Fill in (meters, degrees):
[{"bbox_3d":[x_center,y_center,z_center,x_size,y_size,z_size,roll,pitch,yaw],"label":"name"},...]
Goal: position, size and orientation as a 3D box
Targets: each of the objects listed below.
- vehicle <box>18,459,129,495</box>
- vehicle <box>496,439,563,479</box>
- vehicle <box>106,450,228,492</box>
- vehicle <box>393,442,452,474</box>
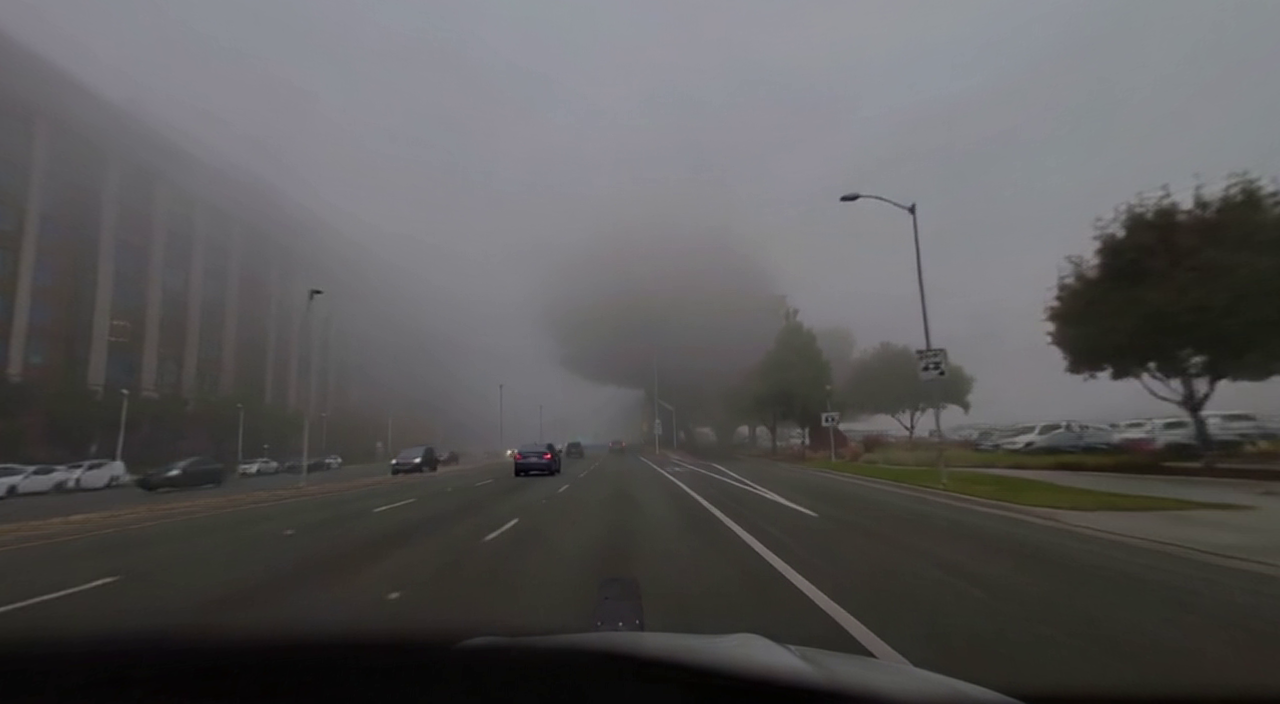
[{"bbox_3d":[-30.198,6.644,33.911,1.872,1.644,4.627,0,-8,-4],"label":"vehicle"},{"bbox_3d":[-4.396,4.335,25.845,2.025,1.474,4.292,0,-8,0],"label":"vehicle"},{"bbox_3d":[-22.695,5.706,30.630,2.201,1.782,4.675,0,-8,2],"label":"vehicle"},{"bbox_3d":[-13.173,6.414,38.623,2.150,1.721,4.465,-2,-8,-2],"label":"vehicle"}]
